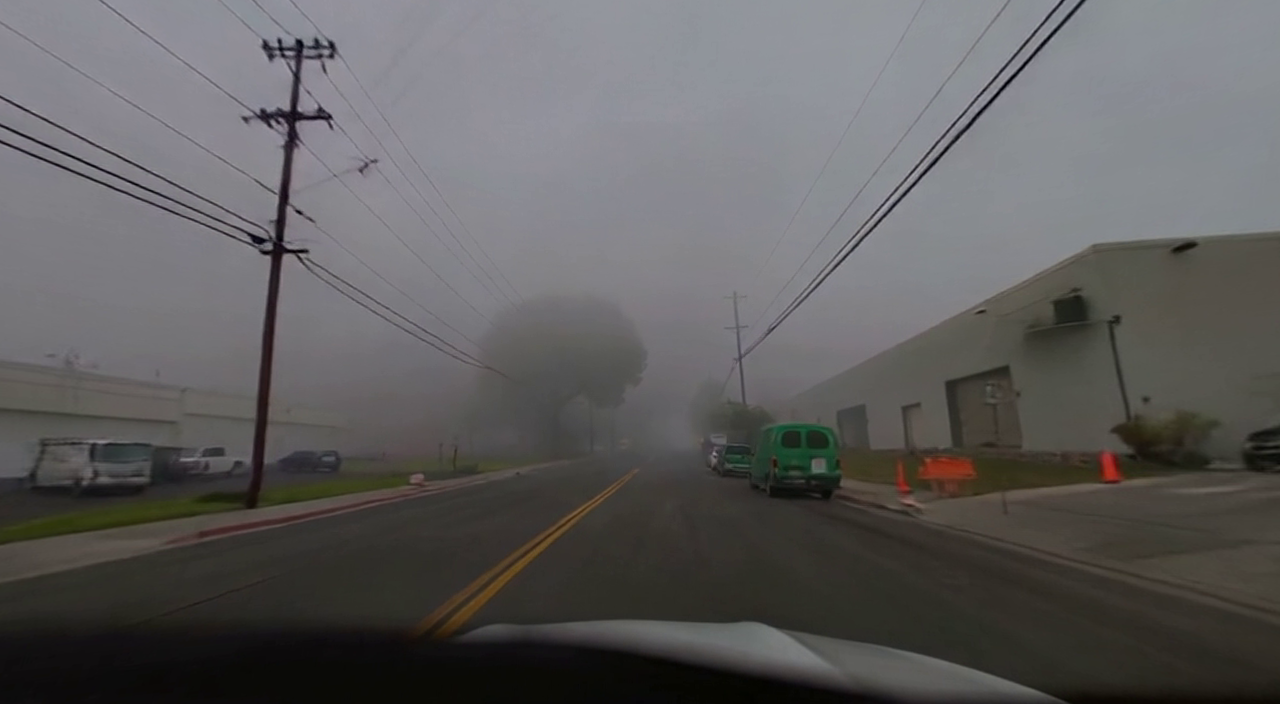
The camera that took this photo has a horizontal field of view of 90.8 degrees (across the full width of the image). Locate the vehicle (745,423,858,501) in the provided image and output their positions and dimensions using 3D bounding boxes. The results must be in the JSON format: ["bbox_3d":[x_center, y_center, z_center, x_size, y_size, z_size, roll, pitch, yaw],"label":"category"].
[{"bbox_3d":[4.584,3.217,18.862,2.010,1.985,5.124,0,-9,0],"label":"vehicle"}]

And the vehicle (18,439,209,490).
[{"bbox_3d":[-18.818,4.043,23.025,2.102,1.628,5.130,-2,-9,9],"label":"vehicle"}]
